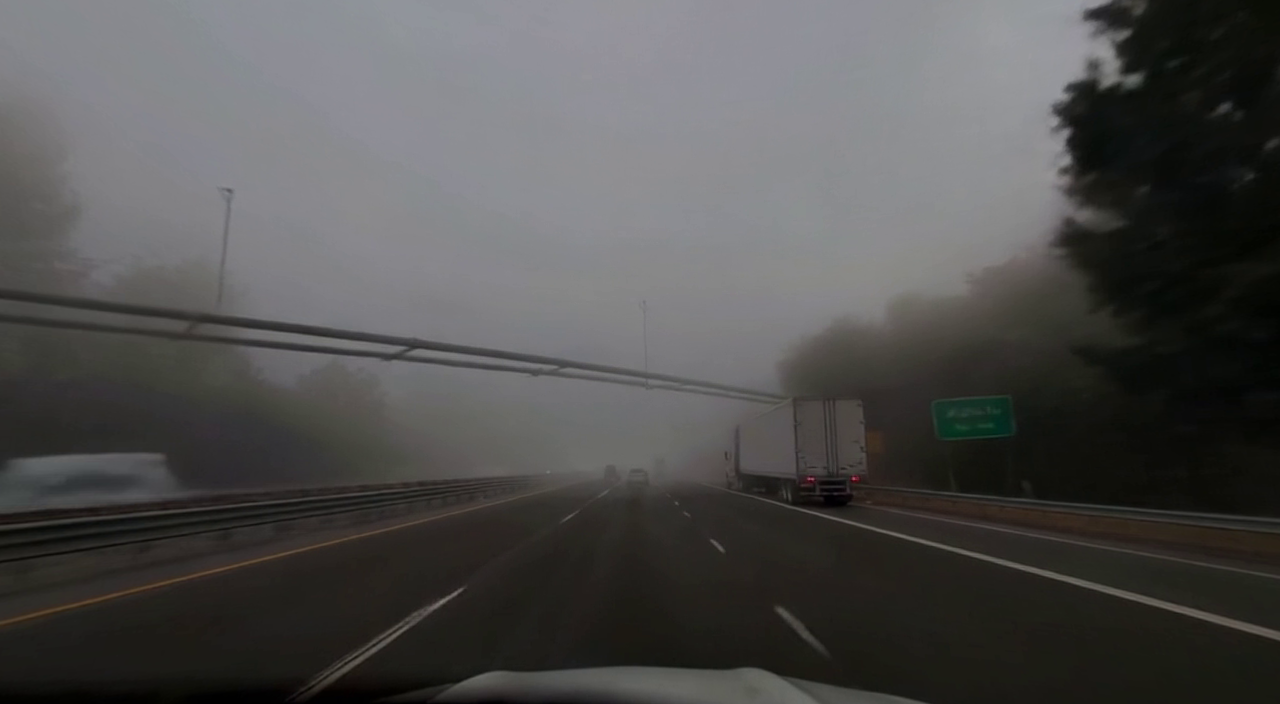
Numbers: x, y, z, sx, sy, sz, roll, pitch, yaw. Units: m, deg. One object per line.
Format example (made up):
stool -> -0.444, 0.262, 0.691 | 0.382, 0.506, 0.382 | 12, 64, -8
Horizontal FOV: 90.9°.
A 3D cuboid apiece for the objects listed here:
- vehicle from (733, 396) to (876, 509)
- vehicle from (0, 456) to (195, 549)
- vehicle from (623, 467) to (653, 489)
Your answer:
vehicle -> 7.018, 4.920, 29.992 | 2.926, 4.073, 13.836 | 1, -10, -1
vehicle -> -11.164, 2.816, 12.316 | 1.870, 1.478, 4.173 | 1, -10, -1
vehicle -> -0.151, 9.065, 45.577 | 2.029, 1.459, 3.684 | 1, -10, -1
